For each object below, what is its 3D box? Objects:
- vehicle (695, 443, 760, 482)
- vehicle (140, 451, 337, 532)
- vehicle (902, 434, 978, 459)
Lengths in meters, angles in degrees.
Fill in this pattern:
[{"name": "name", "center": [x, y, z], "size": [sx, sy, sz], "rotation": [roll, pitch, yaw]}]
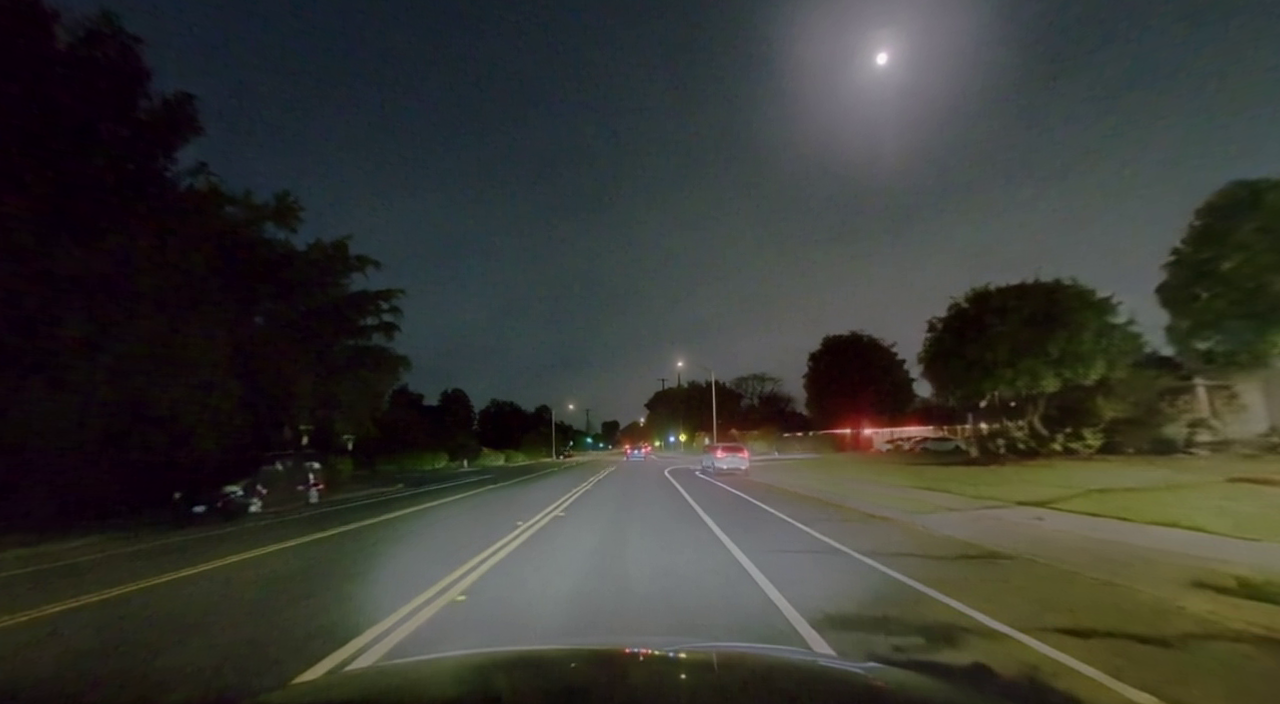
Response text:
[{"name": "vehicle", "center": [4.014, 5.151, 29.800], "size": [2.124, 1.524, 4.698], "rotation": [5, -9, -2]}, {"name": "vehicle", "center": [-11.207, 3.850, 18.318], "size": [2.086, 1.711, 5.661], "rotation": [-6, -9, -1]}, {"name": "vehicle", "center": [21.388, 6.765, 45.141], "size": [4.536, 1.654, 1.931], "rotation": [1, -9, -7]}]
